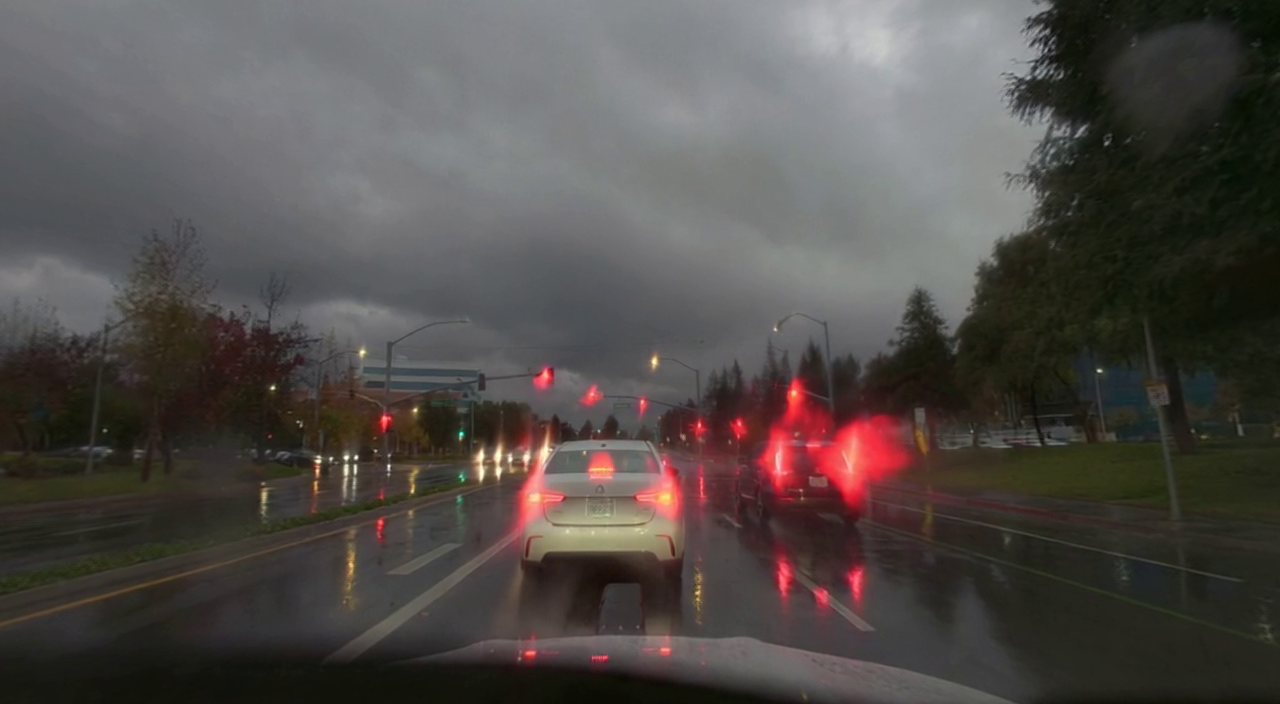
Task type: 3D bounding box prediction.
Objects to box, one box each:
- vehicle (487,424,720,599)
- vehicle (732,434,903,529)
[{"bbox_3d":[-0.343,1.646,7.292,2.006,1.487,3.535,0,-9,-1],"label":"vehicle"},{"bbox_3d":[3.133,2.379,12.188,1.910,1.474,4.263,0,-9,-2],"label":"vehicle"}]
